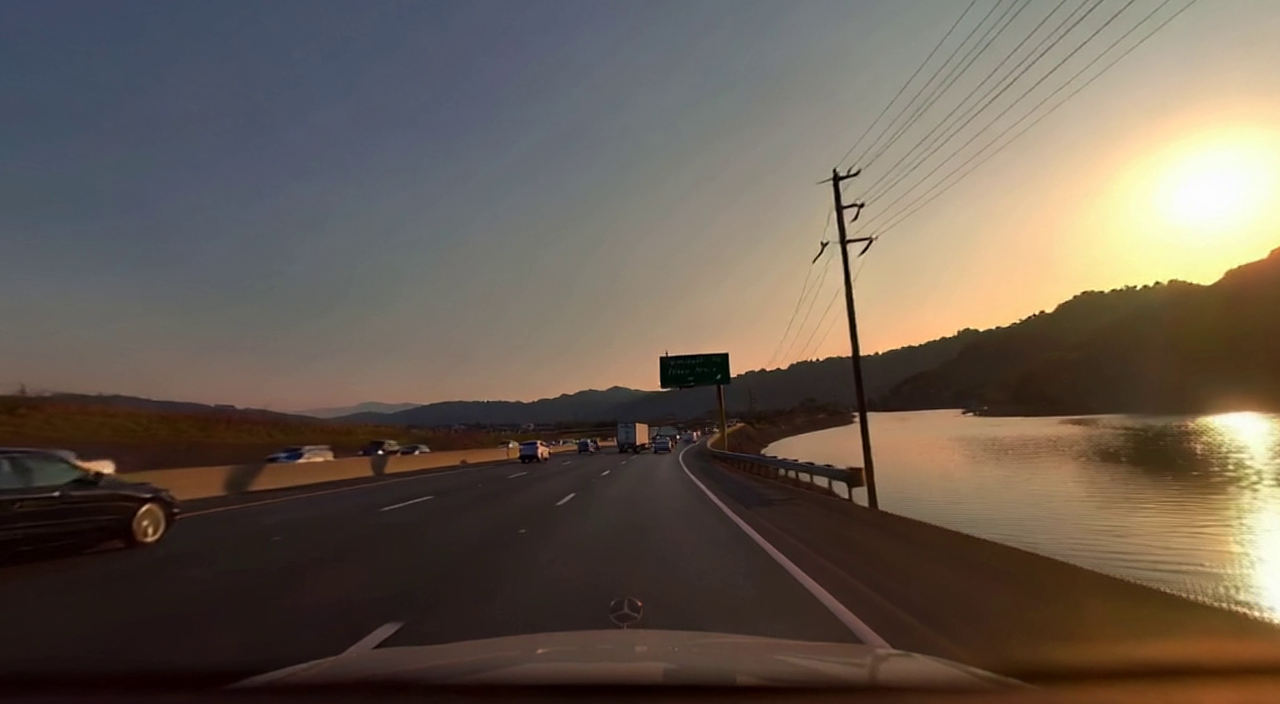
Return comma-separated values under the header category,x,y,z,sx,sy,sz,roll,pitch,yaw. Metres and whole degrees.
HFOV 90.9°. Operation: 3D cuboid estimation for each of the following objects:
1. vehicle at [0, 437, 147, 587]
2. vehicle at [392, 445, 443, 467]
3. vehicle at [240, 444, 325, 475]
category,x,y,z,sx,sy,sz,roll,pitch,yaw
vehicle,-7.537,1.601,6.188,1.944,1.517,4.121,-1,-8,2
vehicle,-16.051,7.519,45.748,1.852,1.452,4.529,-1,-8,3
vehicle,-20.127,6.034,35.736,1.935,1.645,4.635,-1,-8,2
